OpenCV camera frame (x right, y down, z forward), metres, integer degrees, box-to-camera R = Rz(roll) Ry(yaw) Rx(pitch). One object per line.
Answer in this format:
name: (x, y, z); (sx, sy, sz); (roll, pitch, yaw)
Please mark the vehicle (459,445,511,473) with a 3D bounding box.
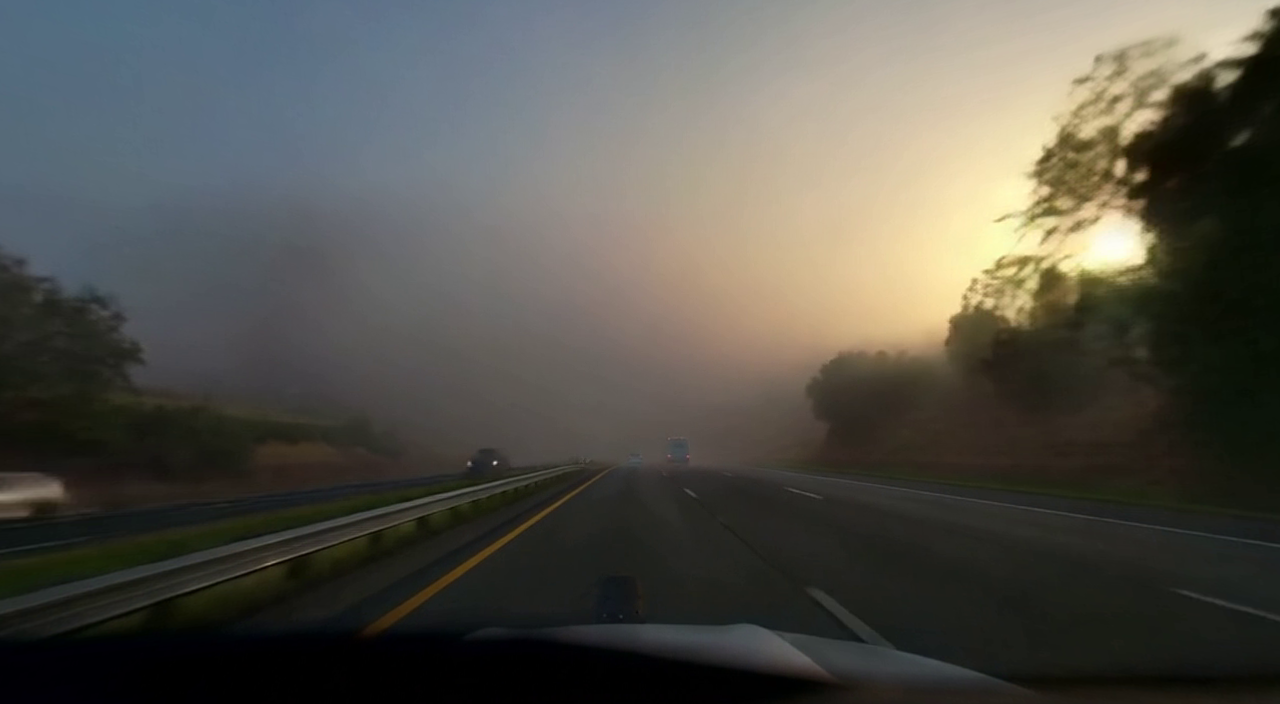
vehicle: (-9.998, 6.934, 41.032); (2.173, 1.668, 4.848); (0, -9, 0)
